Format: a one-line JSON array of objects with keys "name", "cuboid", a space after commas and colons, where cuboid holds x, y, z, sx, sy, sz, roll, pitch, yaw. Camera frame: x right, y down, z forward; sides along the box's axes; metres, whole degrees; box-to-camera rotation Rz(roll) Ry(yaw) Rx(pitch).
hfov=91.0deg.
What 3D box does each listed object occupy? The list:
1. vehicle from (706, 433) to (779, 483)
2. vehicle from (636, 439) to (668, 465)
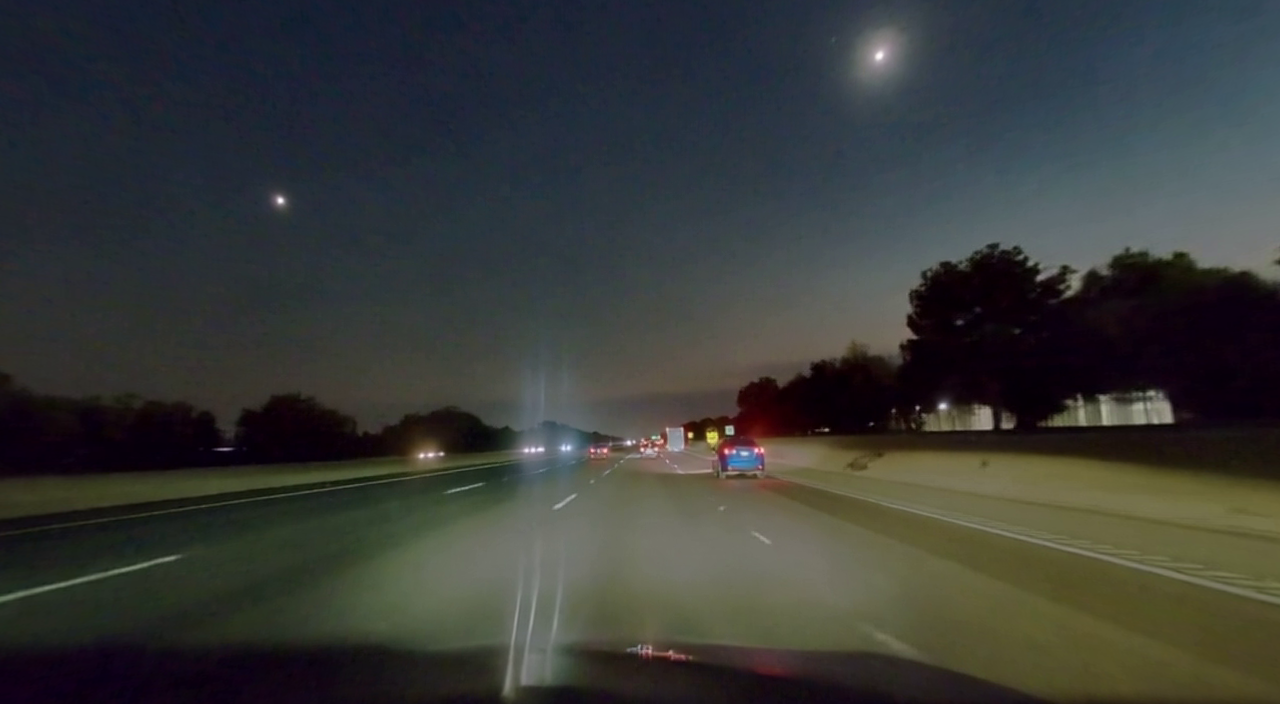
[{"name": "vehicle", "cuboid": [3.838, 4.063, 24.374, 2.082, 1.720, 4.393, 0, -8, 0]}, {"name": "vehicle", "cuboid": [0.825, 7.189, 45.531, 2.205, 1.785, 4.423, 0, -8, 0]}]
